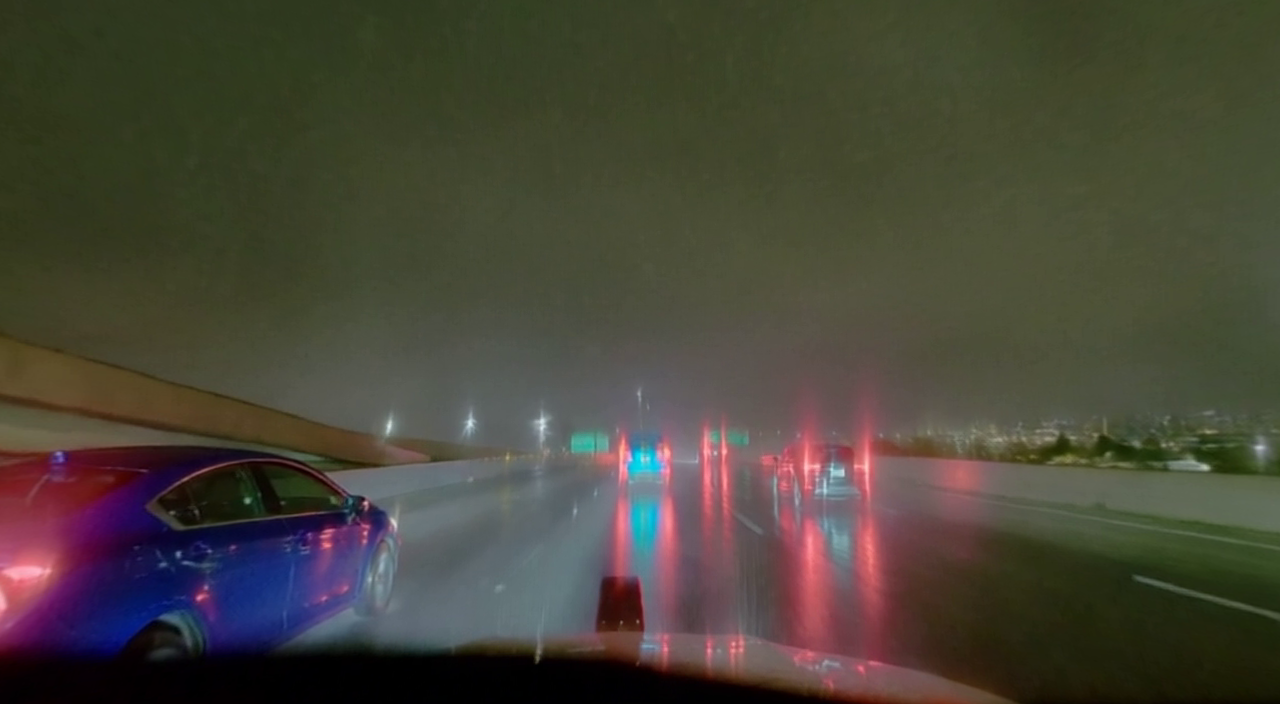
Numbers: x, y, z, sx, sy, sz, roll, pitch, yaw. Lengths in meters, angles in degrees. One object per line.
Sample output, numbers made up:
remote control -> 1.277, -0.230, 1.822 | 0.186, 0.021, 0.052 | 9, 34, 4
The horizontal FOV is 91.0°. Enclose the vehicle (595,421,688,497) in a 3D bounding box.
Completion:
vehicle -> 0.092, 2.944, 17.645 | 2.264, 1.841, 4.583 | 0, -9, 1

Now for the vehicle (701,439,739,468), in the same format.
vehicle -> 5.024, 6.412, 40.014 | 2.047, 1.700, 4.069 | 0, -9, 3

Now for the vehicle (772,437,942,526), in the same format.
vehicle -> 4.120, 2.510, 12.787 | 2.047, 1.500, 4.017 | 0, -9, 0
